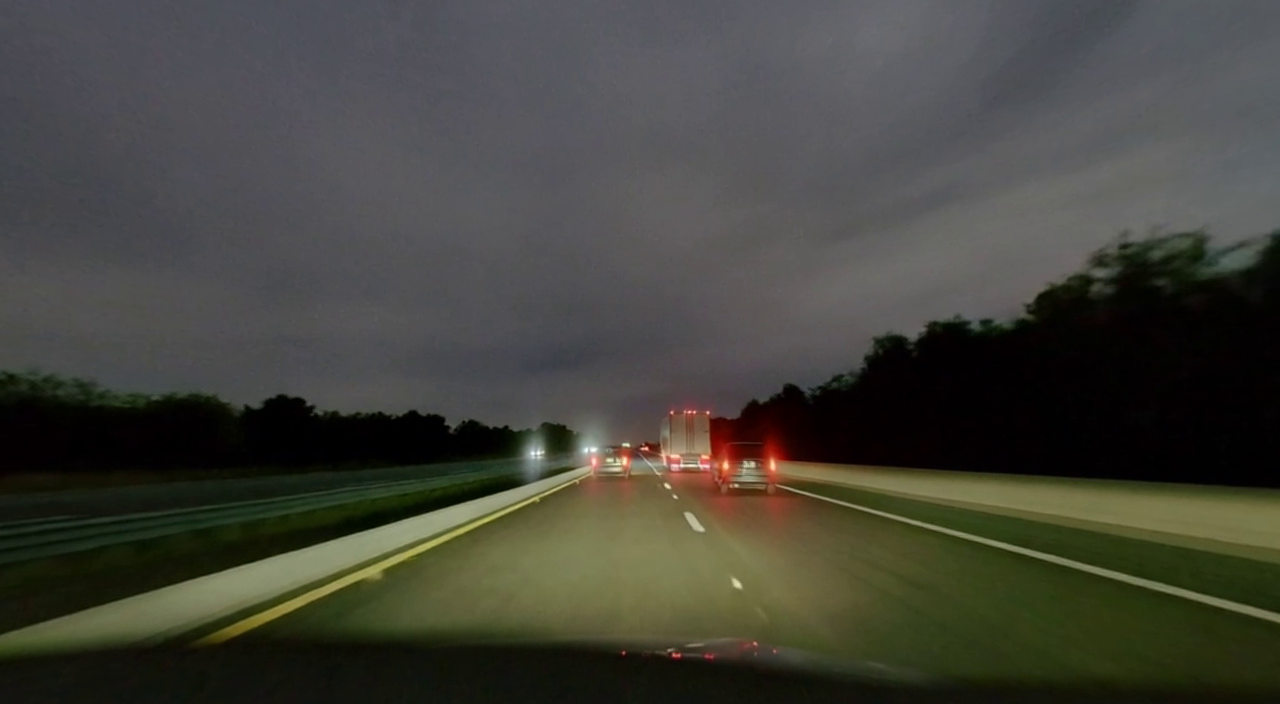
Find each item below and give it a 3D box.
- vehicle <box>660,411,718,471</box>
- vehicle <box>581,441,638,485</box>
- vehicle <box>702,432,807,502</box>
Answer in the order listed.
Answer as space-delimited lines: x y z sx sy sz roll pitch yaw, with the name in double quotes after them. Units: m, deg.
3.403 6.680 46.537 3.143 3.880 10.117 0 -9 -2 "vehicle"
-1.170 4.637 26.446 2.181 1.653 4.691 0 -9 0 "vehicle"
3.111 3.244 18.012 2.230 1.715 4.243 0 -9 0 "vehicle"
